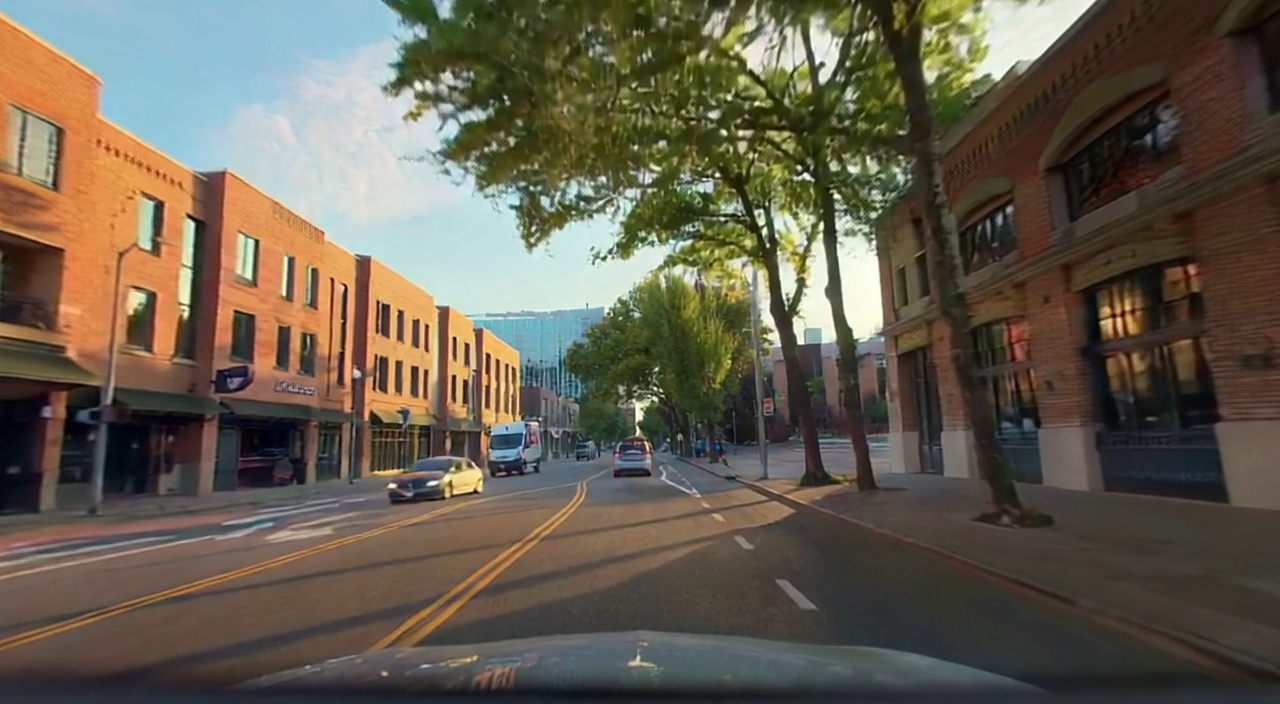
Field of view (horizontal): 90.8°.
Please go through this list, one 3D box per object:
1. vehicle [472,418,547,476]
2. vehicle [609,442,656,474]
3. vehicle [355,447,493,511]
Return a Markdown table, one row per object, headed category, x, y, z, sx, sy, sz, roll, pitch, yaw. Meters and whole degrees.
| category | x | y | z | sx | sy | sz | roll | pitch | yaw |
| --- | --- | --- | --- | --- | --- | --- | --- | --- | --- |
| vehicle | -7.527 | 5.652 | 37.511 | 2.754 | 3.065 | 7.103 | 0 | -9 | 1 |
| vehicle | -0.368 | 5.685 | 34.124 | 2.356 | 1.572 | 4.810 | 0 | -9 | 1 |
| vehicle | -5.696 | 3.379 | 17.368 | 2.039 | 1.484 | 4.391 | -1 | -9 | 3 |
